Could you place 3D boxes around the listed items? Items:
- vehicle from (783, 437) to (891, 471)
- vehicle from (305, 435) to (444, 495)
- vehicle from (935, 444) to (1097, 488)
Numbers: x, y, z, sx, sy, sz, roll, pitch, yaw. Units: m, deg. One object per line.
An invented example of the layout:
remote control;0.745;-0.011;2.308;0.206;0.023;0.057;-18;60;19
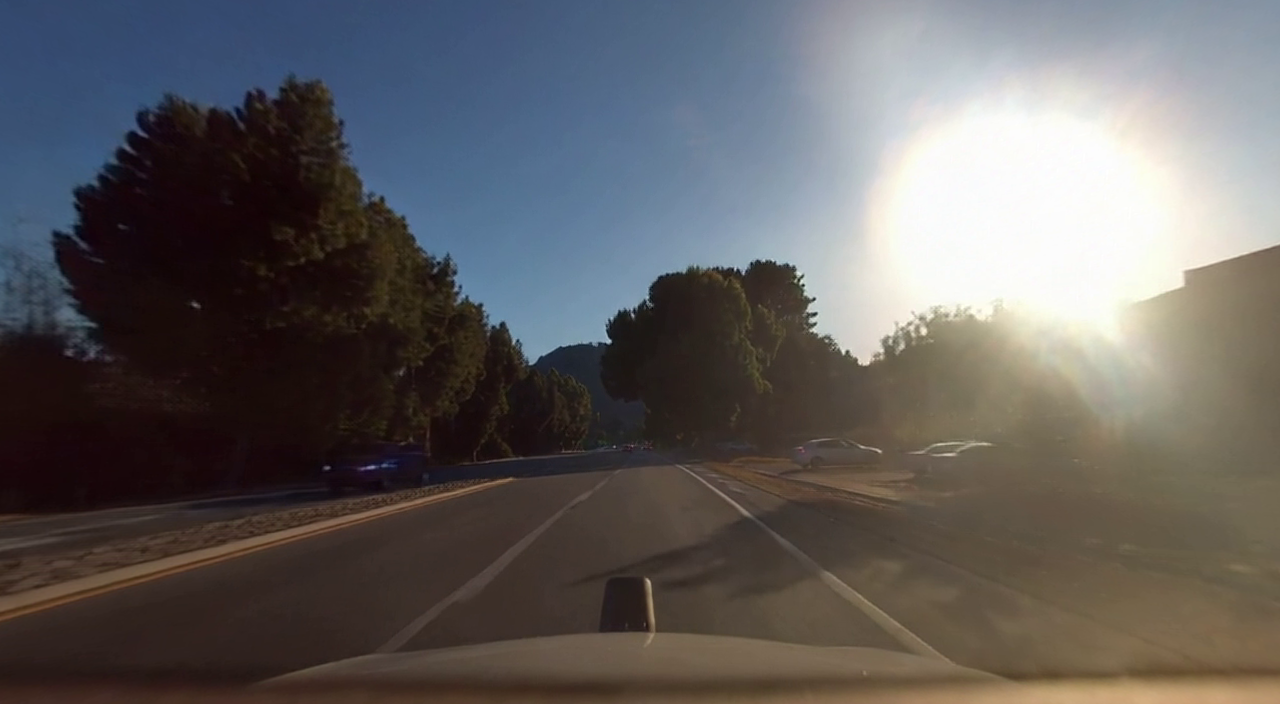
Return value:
vehicle;10.657;5.551;34.334;5.118;1.701;2.175;0;-8;-2
vehicle;-8.858;3.799;21.713;2.401;1.807;4.960;-1;-8;3
vehicle;13.066;3.975;22.129;4.438;1.444;1.900;0;-8;1
